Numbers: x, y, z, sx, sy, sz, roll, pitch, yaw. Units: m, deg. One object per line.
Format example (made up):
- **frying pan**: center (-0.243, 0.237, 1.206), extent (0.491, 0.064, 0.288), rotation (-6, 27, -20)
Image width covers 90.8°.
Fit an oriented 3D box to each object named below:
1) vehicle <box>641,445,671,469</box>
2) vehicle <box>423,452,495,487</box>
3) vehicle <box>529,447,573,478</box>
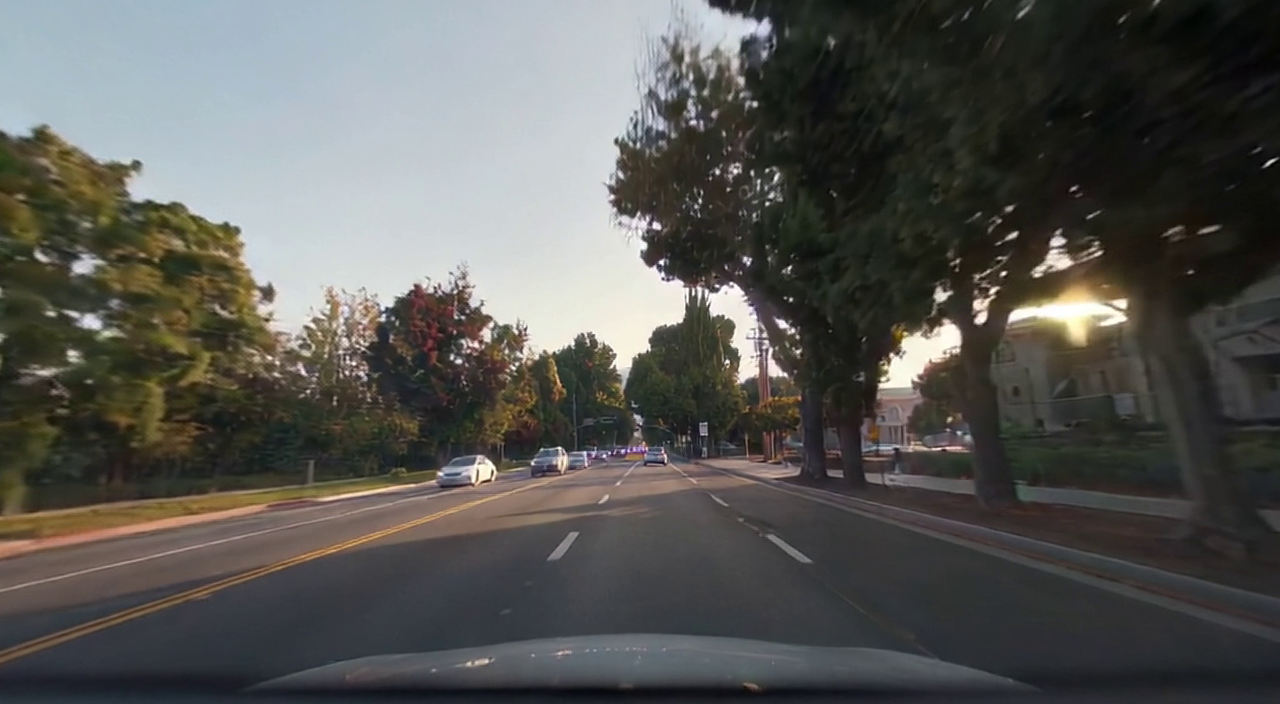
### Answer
- **vehicle**: center (1.173, 7.896, 47.765), extent (2.163, 1.746, 4.073), rotation (0, -9, 1)
- **vehicle**: center (-8.587, 5.611, 30.376), extent (2.058, 1.495, 4.448), rotation (0, -9, 1)
- **vehicle**: center (-4.992, 6.219, 35.858), extent (1.792, 1.628, 4.000), rotation (0, -9, 1)
